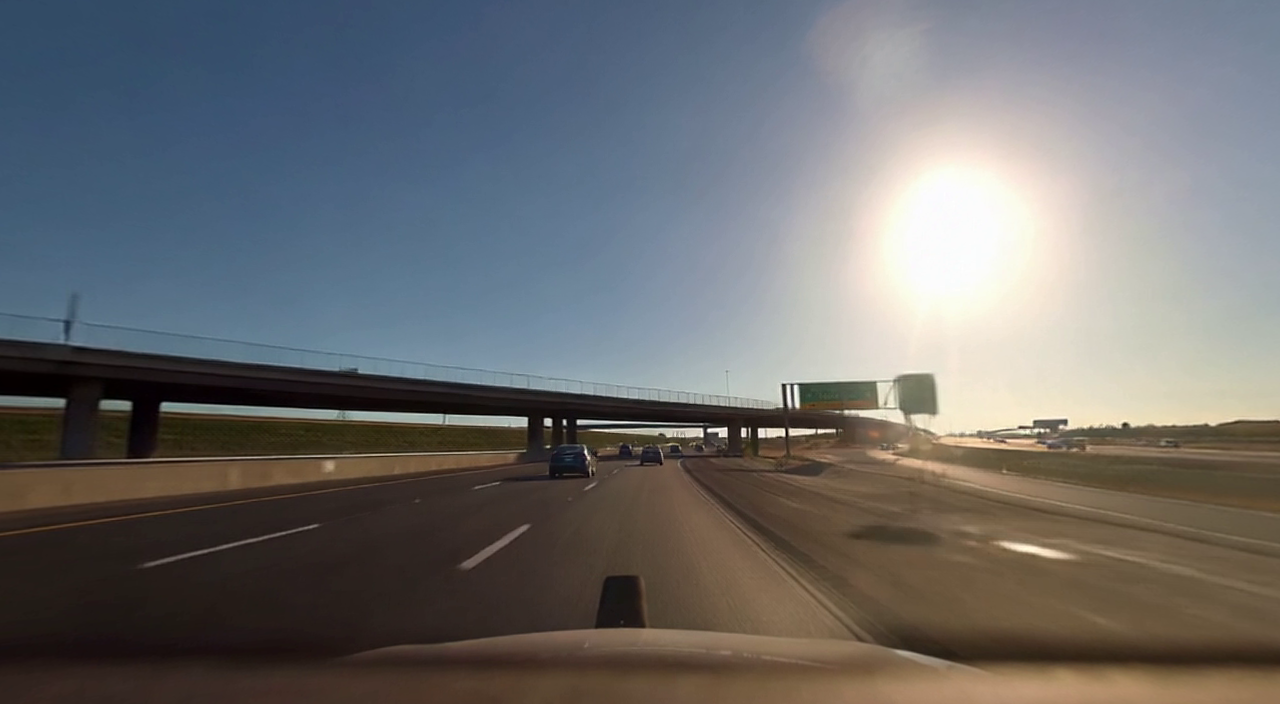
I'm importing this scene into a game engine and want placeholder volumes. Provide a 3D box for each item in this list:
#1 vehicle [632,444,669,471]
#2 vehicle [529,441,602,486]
[{"bbox_3d":[0.646,6.390,38.191,2.129,1.502,4.321,0,-9,1],"label":"vehicle"},{"bbox_3d":[-2.738,4.263,24.316,2.129,1.563,4.387,0,-9,2],"label":"vehicle"}]
